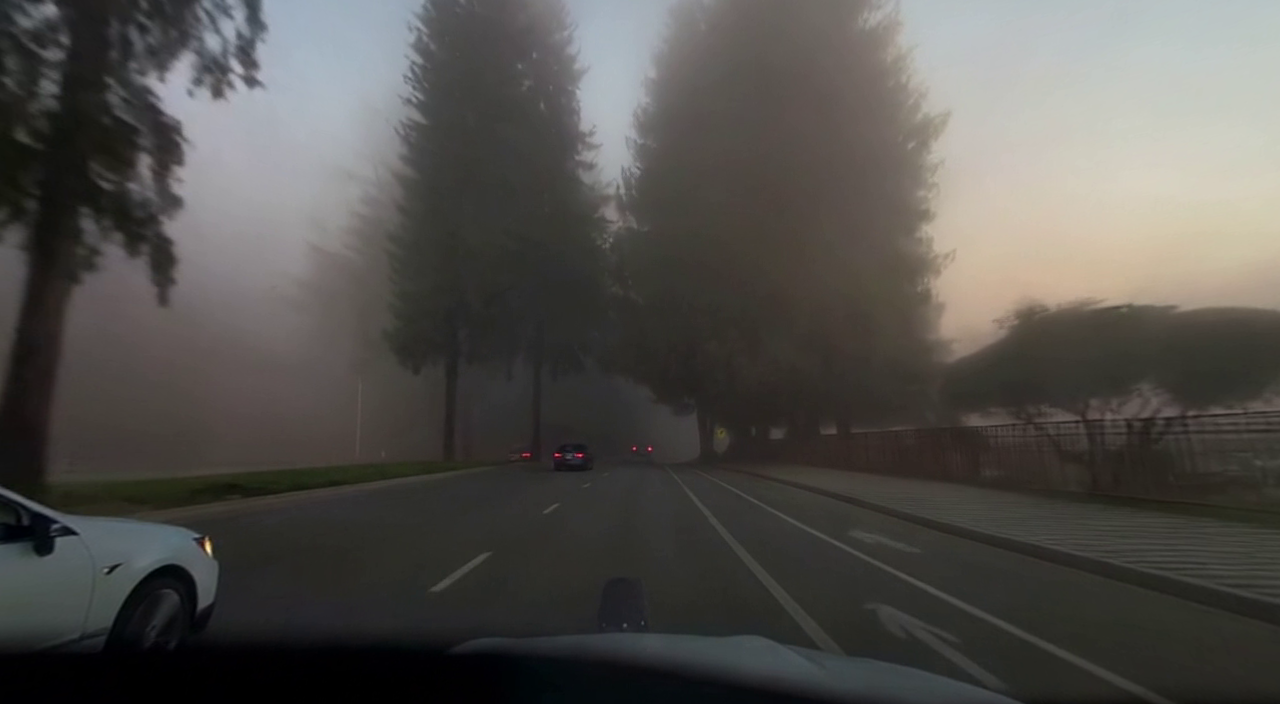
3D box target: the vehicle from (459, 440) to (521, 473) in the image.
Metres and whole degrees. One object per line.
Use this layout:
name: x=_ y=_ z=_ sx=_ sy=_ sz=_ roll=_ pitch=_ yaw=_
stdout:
vehicle: x=-7.716 y=5.407 z=32.837 sx=2.110 sy=1.529 sz=4.743 roll=0 pitch=-8 yaw=-1

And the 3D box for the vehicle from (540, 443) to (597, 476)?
vehicle: x=-3.406 y=5.245 z=31.109 sx=2.188 sy=1.473 sz=4.651 roll=0 pitch=-8 yaw=1

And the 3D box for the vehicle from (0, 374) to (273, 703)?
vehicle: x=-3.819 y=0.784 z=2.038 sx=2.190 sy=1.545 sz=4.943 roll=0 pitch=-8 yaw=1
